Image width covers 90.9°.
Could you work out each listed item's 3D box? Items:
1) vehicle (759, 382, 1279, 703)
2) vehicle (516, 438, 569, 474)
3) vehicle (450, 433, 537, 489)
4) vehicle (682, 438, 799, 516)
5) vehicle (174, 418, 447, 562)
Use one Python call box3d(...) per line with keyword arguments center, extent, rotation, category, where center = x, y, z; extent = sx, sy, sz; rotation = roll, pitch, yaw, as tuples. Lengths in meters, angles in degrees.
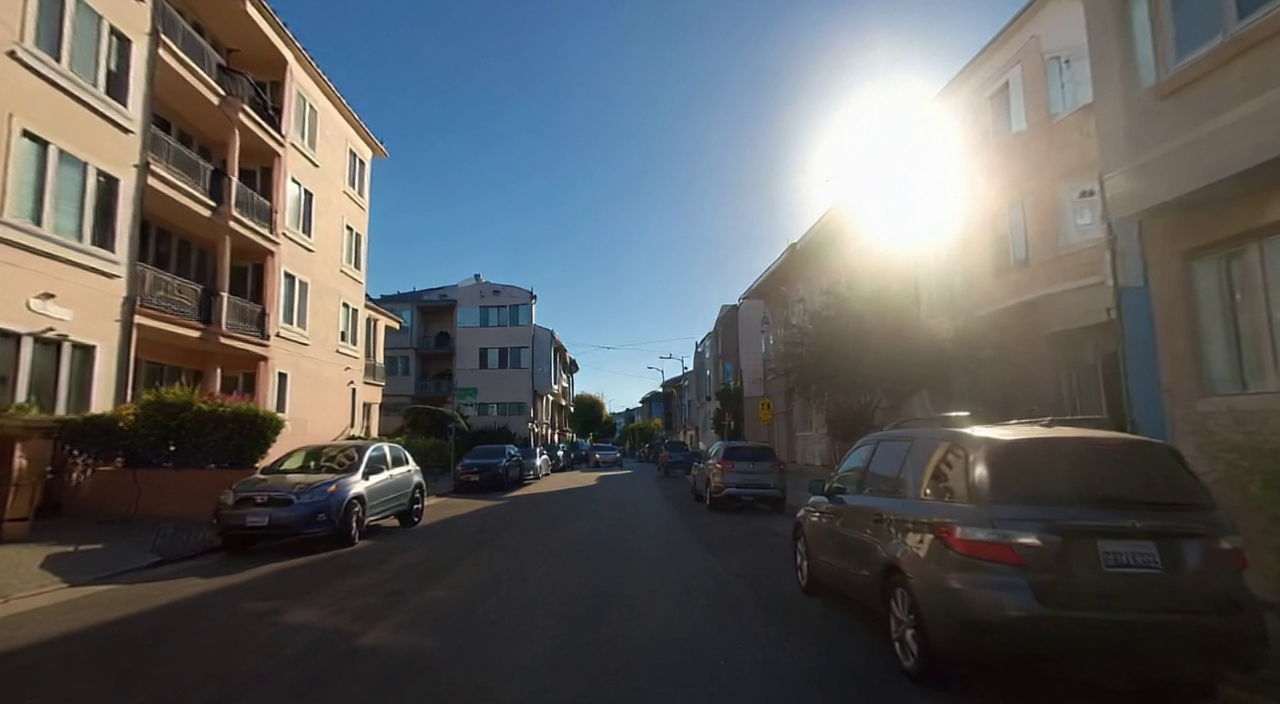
box3d(center=(2.272, 1.243, 4.886), extent=(1.839, 1.678, 3.918), rotation=(0, -8, -1), category="vehicle")
box3d(center=(-4.726, 5.102, 31.095), extent=(1.872, 1.484, 3.978), rotation=(5, -9, 1), category="vehicle")
box3d(center=(-4.794, 3.640, 21.242), extent=(1.942, 1.521, 3.761), rotation=(5, -9, 0), category="vehicle")
box3d(center=(2.050, 2.668, 14.144), extent=(1.786, 1.447, 4.314), rotation=(0, -8, -2), category="vehicle")
box3d(center=(-4.514, 1.975, 9.608), extent=(1.883, 1.499, 4.426), rotation=(6, -10, -3), category="vehicle")
